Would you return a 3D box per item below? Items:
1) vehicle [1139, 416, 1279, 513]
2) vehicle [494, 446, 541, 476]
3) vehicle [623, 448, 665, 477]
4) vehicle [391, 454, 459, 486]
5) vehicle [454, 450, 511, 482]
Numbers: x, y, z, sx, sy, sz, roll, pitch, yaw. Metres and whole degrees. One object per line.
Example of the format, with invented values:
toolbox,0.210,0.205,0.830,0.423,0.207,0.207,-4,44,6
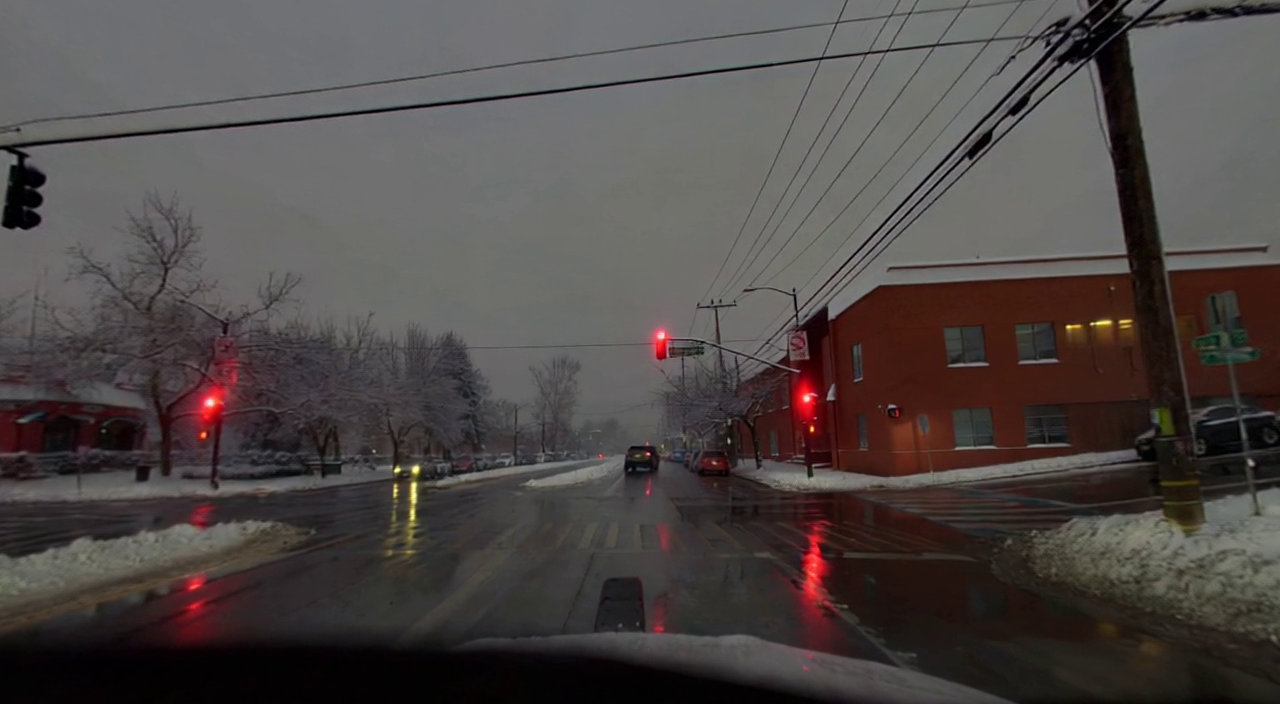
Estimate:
vehicle,12.633,2.232,12.750,3.234,1.746,1.941,-3,-10,2
vehicle,-8.201,7.319,42.536,2.096,1.830,4.752,0,-9,2
vehicle,0.323,6.641,38.140,2.120,1.650,4.525,0,-9,5
vehicle,-12.018,6.599,35.573,1.943,1.574,4.727,0,-9,3
vehicle,-8.720,6.326,35.292,2.020,1.672,3.842,0,-9,3
